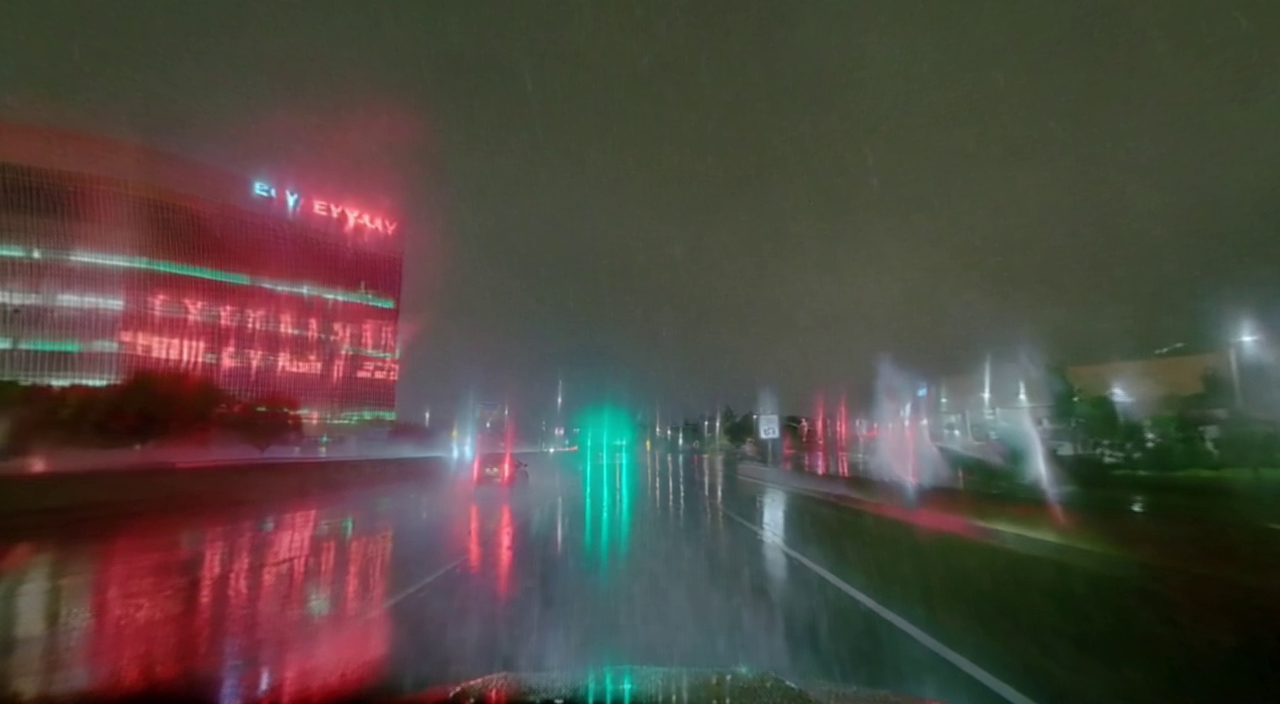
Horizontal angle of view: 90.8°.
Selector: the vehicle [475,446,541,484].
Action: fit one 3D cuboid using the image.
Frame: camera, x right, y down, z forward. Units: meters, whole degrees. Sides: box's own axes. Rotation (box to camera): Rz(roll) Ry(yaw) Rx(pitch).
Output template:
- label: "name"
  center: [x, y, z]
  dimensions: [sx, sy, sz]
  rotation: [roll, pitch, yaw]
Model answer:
- label: "vehicle"
  center: [-5.649, 4.867, 27.463]
  dimensions: [1.943, 1.510, 4.201]
  rotation: [0, -9, 0]
